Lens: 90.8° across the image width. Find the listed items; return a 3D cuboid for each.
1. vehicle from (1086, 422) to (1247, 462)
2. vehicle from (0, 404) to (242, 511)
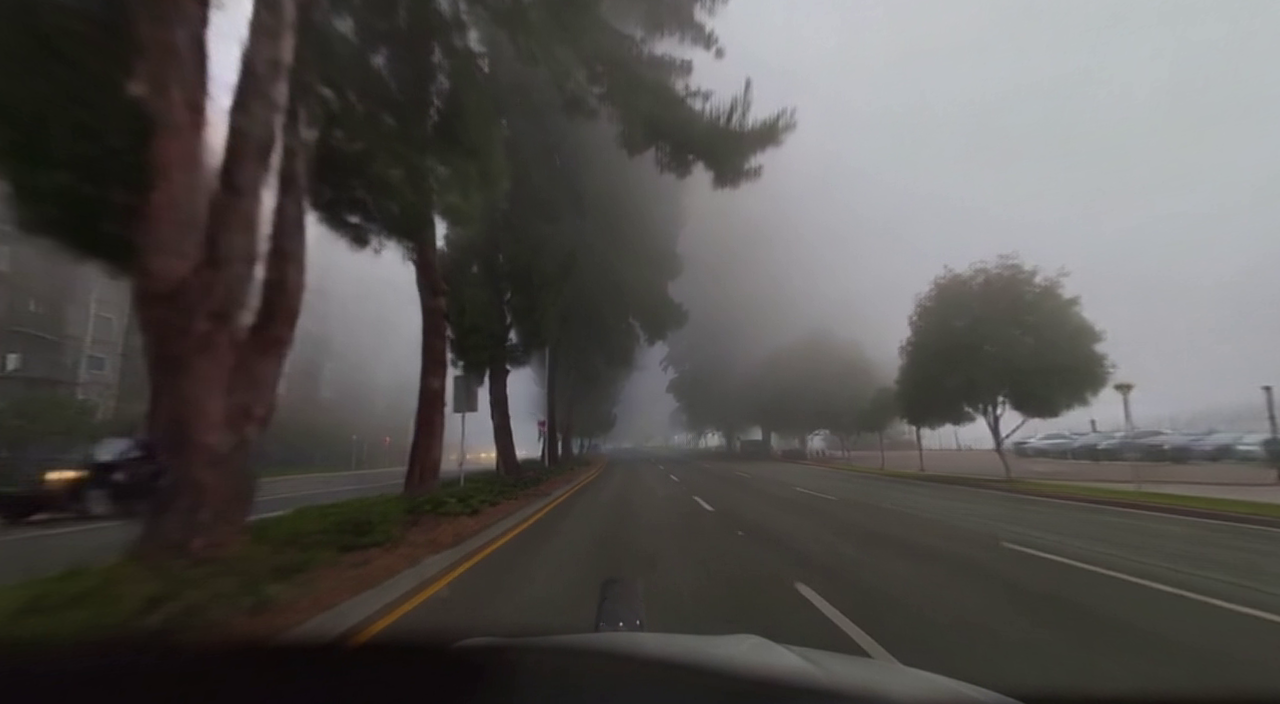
[{"bbox_3d":[21.987,3.806,26.589,4.739,1.569,2.097,-1,-9,4],"label":"vehicle"},{"bbox_3d":[-15.845,3.230,19.724,2.725,2.768,6.120,-1,-9,0],"label":"vehicle"}]
